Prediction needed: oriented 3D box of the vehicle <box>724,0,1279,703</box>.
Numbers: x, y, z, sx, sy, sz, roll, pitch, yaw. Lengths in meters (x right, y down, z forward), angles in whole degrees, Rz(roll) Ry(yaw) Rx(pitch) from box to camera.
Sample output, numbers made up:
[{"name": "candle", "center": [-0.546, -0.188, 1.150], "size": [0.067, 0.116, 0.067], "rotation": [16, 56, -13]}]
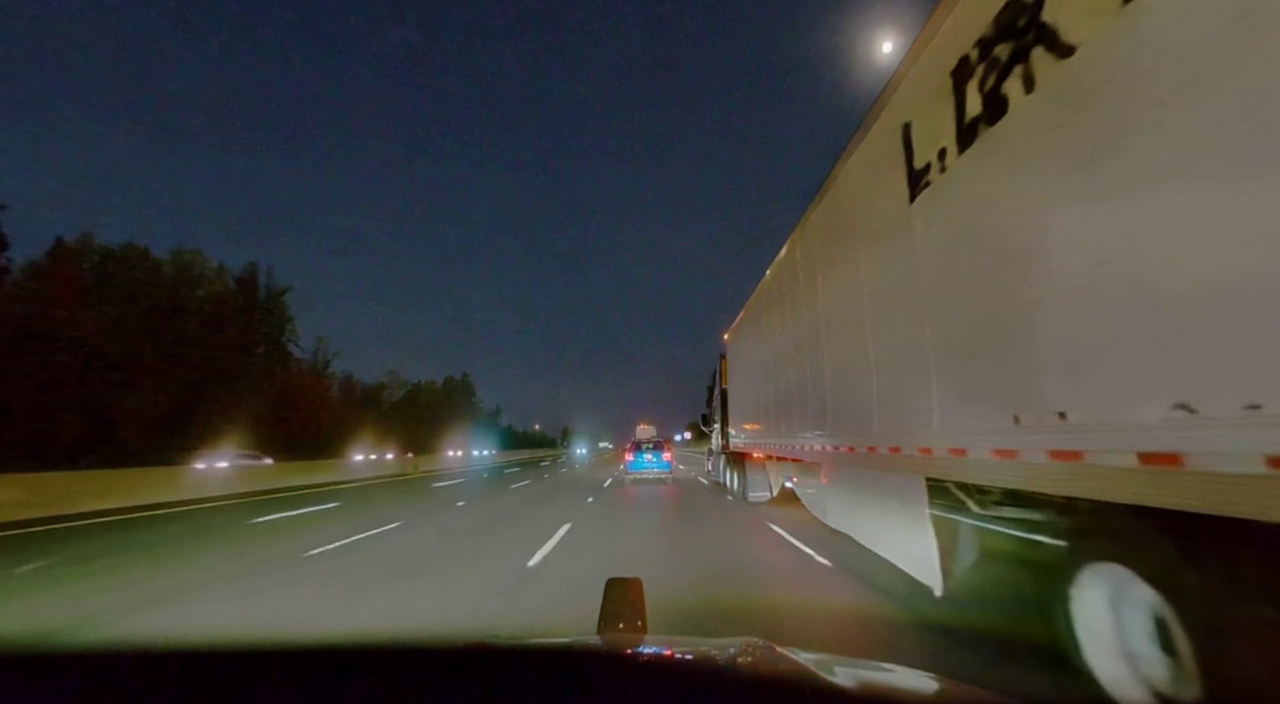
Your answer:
[{"name": "vehicle", "center": [3.404, 0.264, 7.695], "size": [2.909, 4.135, 15.820], "rotation": [-1, -8, 1]}]

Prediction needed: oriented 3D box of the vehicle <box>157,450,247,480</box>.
[{"name": "vehicle", "center": [-25.393, 6.522, 36.640], "size": [1.871, 1.540, 4.626], "rotation": [-1, -8, 1]}]

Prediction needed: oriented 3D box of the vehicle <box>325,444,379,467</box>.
[{"name": "vehicle", "center": [-21.955, 7.906, 48.049], "size": [1.927, 1.604, 4.541], "rotation": [-1, -8, 1]}]

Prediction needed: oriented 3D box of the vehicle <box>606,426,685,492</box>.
[{"name": "vehicle", "center": [0.170, 3.121, 18.681], "size": [2.054, 1.706, 4.201], "rotation": [-1, -8, 1]}]

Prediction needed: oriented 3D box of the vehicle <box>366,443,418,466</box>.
[{"name": "vehicle", "center": [-18.300, 7.567, 46.458], "size": [1.953, 1.598, 4.437], "rotation": [-1, -8, 1]}]
